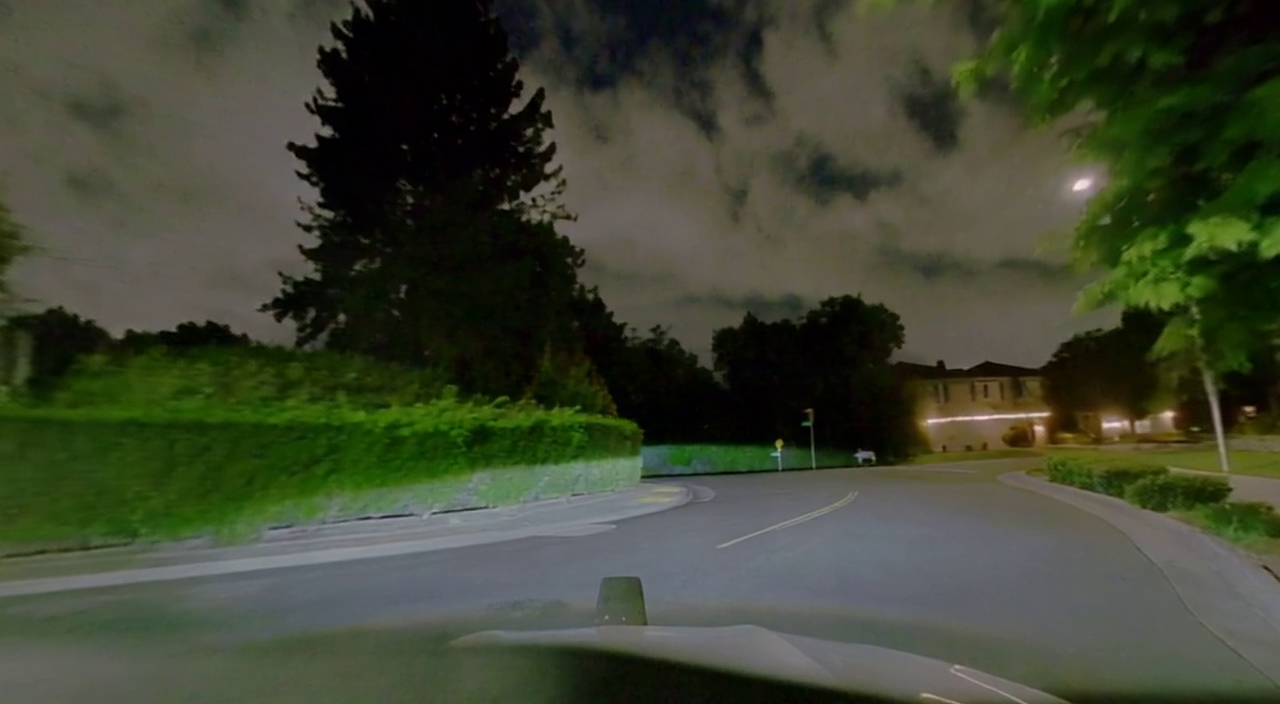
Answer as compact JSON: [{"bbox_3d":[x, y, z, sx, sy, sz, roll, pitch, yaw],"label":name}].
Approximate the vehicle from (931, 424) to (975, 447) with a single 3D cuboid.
[{"bbox_3d":[22.437,6.041,45.348,1.802,1.548,3.501,0,-9,9],"label":"vehicle"}]
